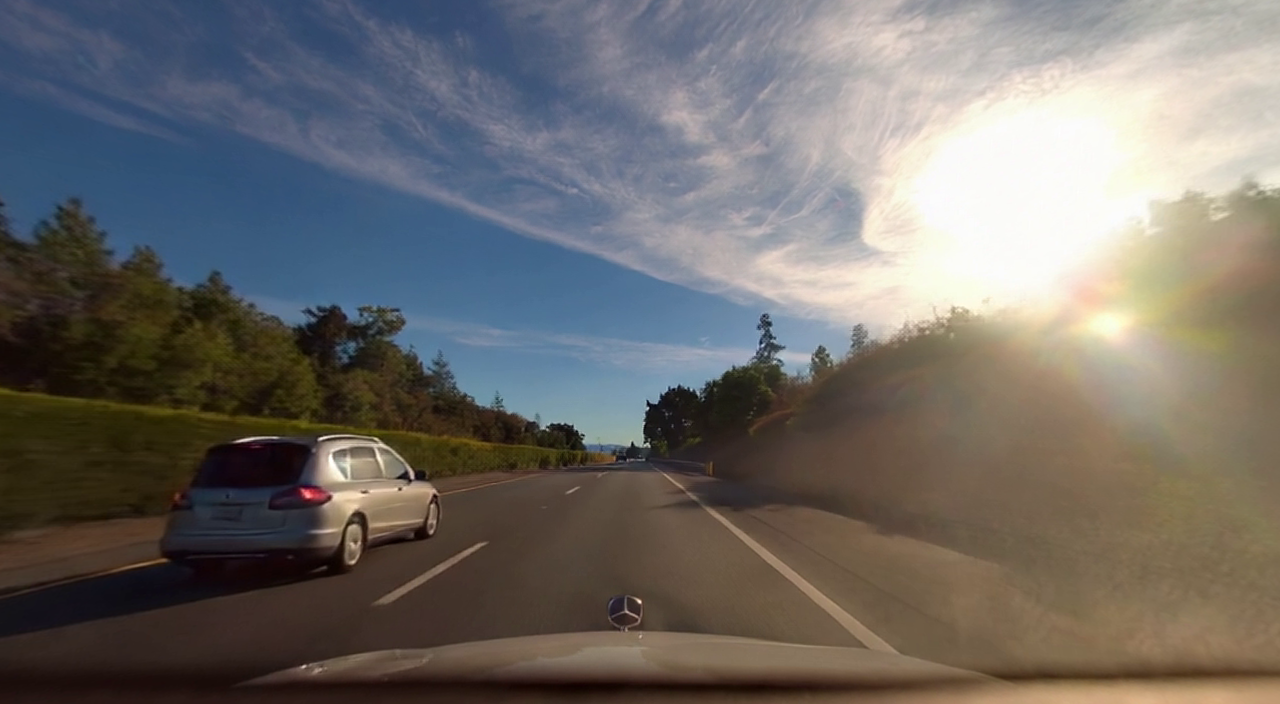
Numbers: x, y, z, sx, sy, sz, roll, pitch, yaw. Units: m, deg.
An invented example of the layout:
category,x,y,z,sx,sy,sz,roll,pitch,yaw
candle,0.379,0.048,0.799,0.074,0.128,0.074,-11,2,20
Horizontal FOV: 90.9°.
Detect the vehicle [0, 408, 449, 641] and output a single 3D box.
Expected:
category,x,y,z,sx,sy,sz,roll,pitch,yaw
vehicle,-3.908,1.603,6.937,2.135,1.686,4.517,0,-9,1
